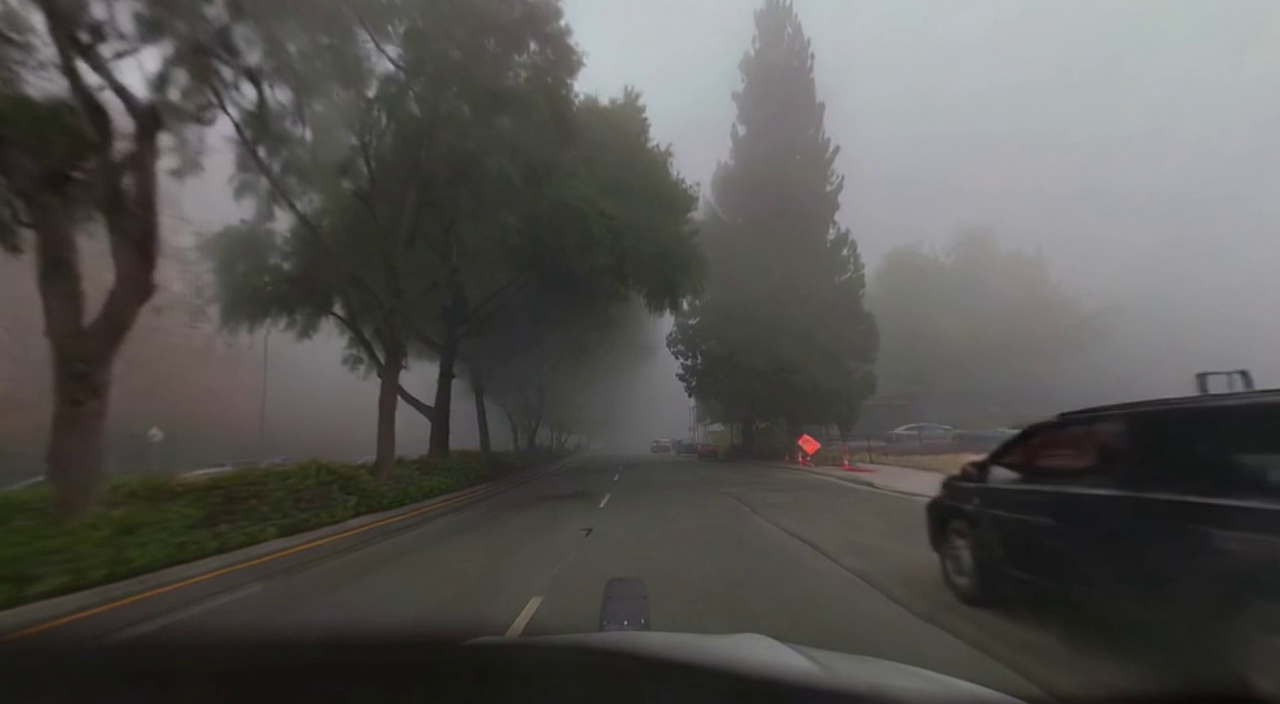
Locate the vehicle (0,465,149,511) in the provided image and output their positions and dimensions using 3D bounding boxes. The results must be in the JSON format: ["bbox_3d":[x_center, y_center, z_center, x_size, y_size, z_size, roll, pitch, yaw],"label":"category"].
[{"bbox_3d":[-21.755,5.200,24.515,1.746,1.447,4.448,0,-8,-1],"label":"vehicle"}]

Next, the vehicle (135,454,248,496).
[{"bbox_3d":[-21.847,5.971,31.028,1.941,1.743,5.264,0,-8,-4],"label":"vehicle"}]

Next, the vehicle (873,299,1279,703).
[{"bbox_3d":[4.132,0.924,3.875,2.660,1.980,6.934,0,-8,-1],"label":"vehicle"}]

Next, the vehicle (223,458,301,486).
[{"bbox_3d":[-22.195,7.039,37.254,1.863,1.470,4.526,0,-8,-1],"label":"vehicle"}]
